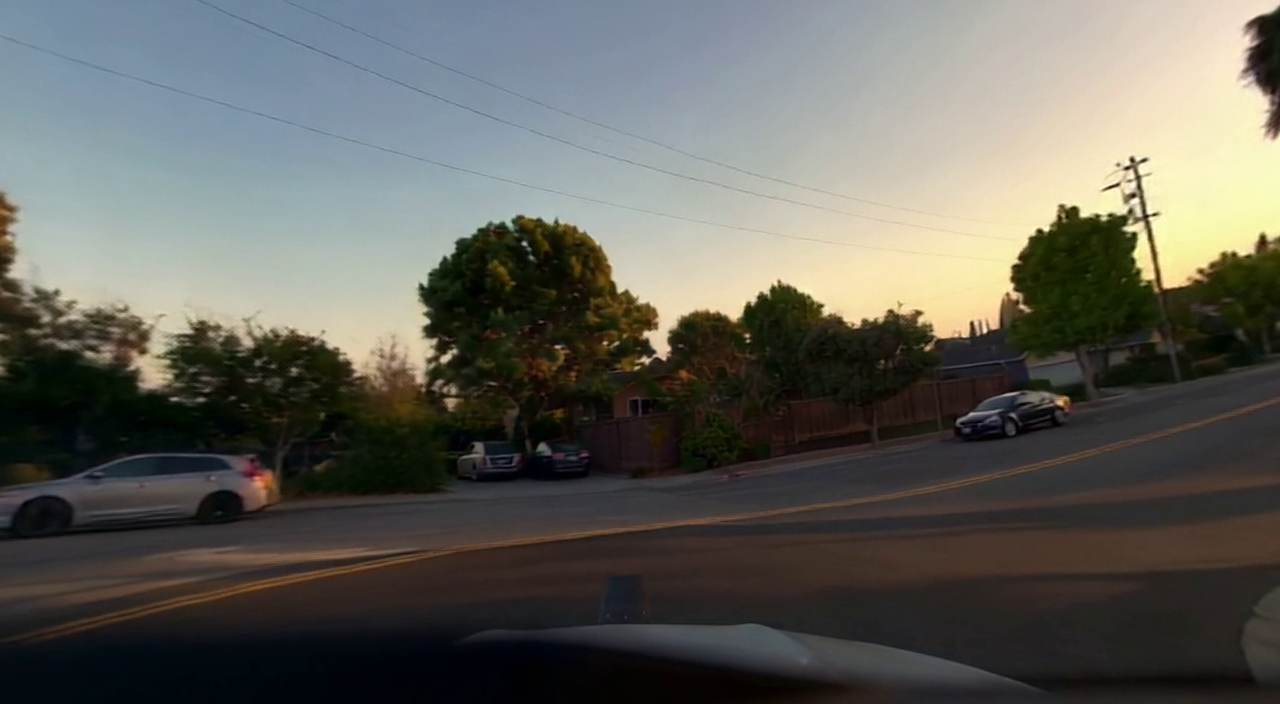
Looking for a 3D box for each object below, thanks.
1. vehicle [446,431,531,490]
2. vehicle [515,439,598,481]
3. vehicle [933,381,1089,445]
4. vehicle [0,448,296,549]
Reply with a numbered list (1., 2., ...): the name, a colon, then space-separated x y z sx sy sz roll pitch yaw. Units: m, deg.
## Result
1. vehicle: -6.864 4.744 28.076 2.413 1.838 4.977 9 -5 -26
2. vehicle: -3.931 4.880 28.884 2.216 1.728 5.118 4 -10 -26
3. vehicle: 13.440 2.194 22.794 5.289 1.595 2.032 -3 -10 -26
4. vehicle: -9.272 2.540 11.604 4.696 1.534 1.912 8 -12 -44
